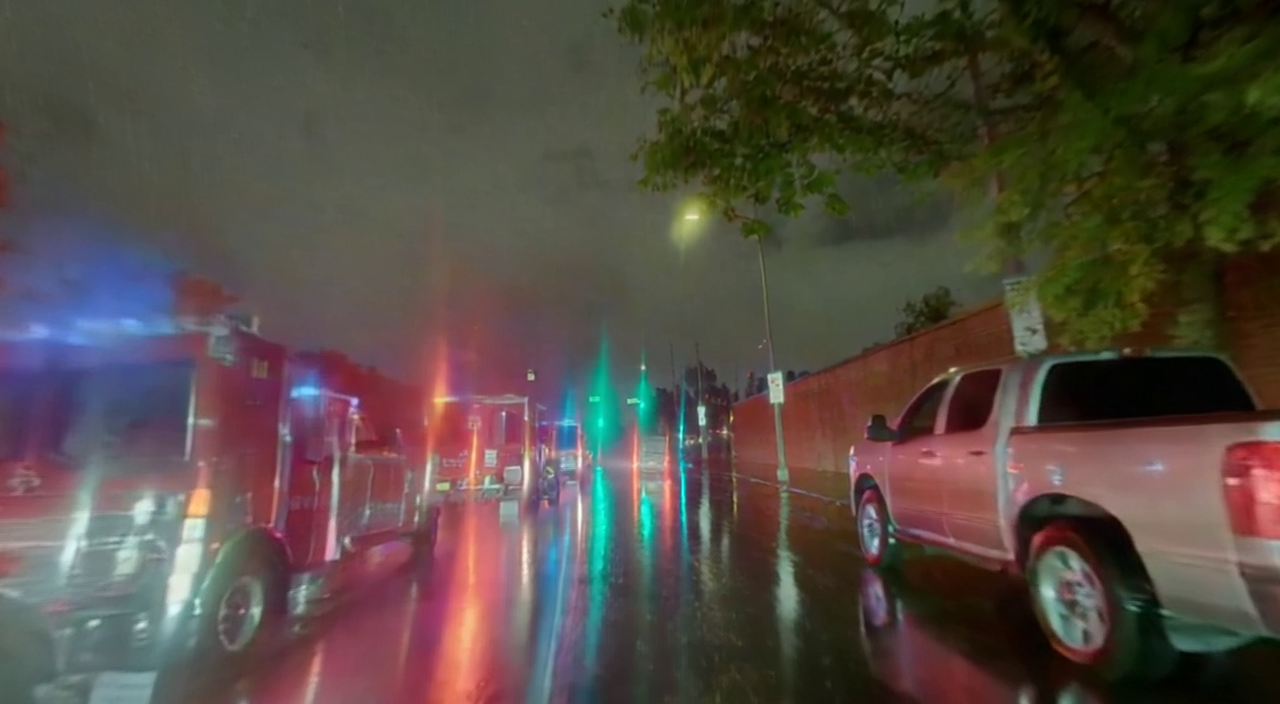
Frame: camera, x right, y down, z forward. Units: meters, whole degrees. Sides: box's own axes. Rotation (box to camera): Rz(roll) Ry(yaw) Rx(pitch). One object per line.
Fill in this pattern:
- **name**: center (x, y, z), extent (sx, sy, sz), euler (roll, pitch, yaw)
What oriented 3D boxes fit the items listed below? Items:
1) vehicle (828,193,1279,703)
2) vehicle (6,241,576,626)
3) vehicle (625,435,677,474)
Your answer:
- **vehicle**: center (4.073, 0.887, 5.185), extent (3.411, 2.429, 5.271), euler (0, -8, 0)
- **vehicle**: center (-3.239, 1.281, 9.837), extent (3.644, 3.138, 9.346), euler (0, -8, -1)
- **vehicle**: center (0.456, 5.213, 32.335), extent (2.332, 1.831, 4.930), euler (0, -8, -2)
